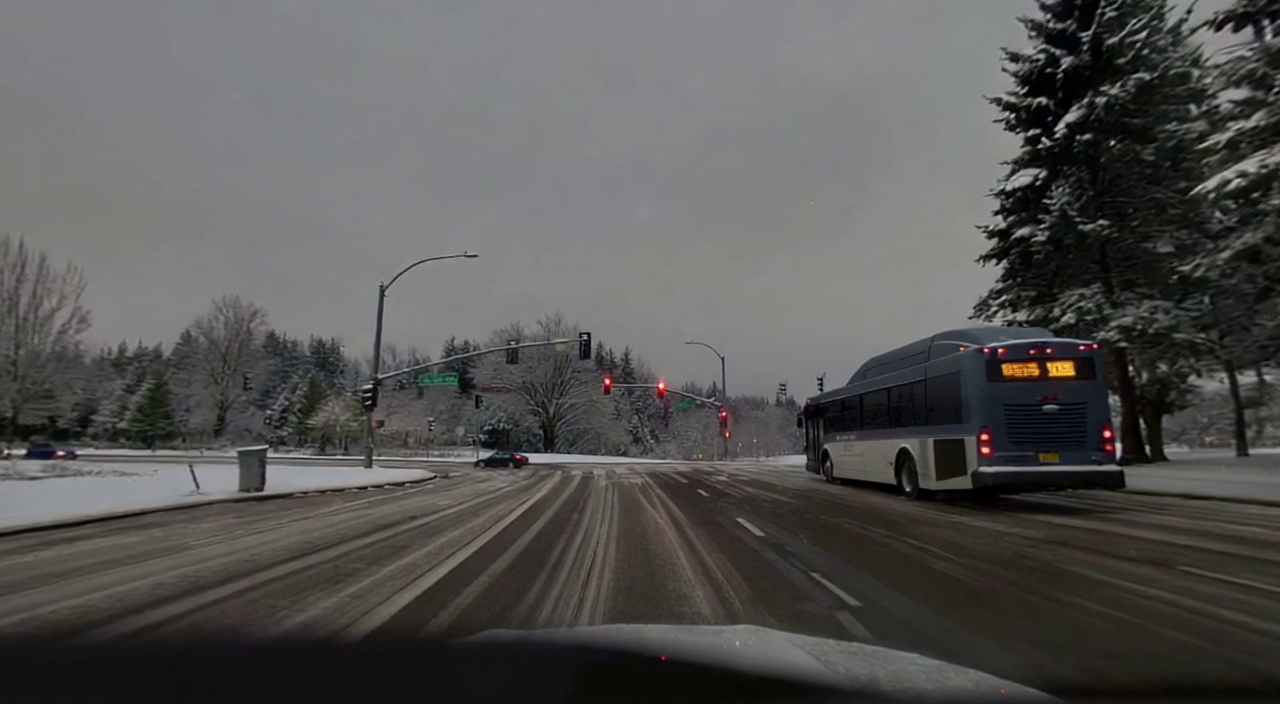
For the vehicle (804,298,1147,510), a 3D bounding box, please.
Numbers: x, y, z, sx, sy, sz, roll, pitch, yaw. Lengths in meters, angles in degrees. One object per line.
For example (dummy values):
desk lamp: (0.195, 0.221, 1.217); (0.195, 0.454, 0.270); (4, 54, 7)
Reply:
vehicle: (8.027, 1.918, 18.619); (2.916, 4.009, 13.397); (0, -8, 1)
